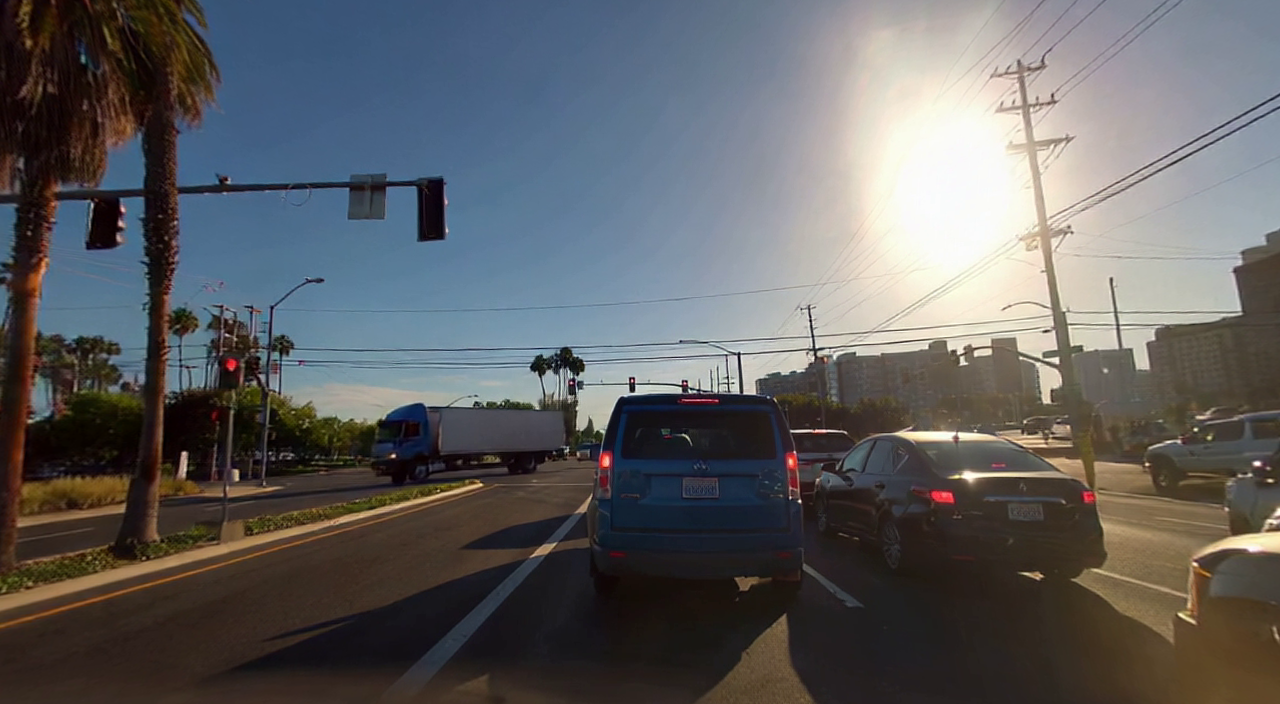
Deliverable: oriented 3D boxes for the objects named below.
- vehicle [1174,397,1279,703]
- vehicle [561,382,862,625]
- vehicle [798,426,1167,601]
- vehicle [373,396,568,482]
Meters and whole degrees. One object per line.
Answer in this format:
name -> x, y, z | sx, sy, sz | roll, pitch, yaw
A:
vehicle -> 3.358, 0.653, 0.658 | 1.805, 1.485, 4.348 | 0, -9, 1
vehicle -> 0.453, 1.438, 6.879 | 2.228, 1.780, 4.269 | 0, -9, -2
vehicle -> 3.439, 1.683, 7.503 | 1.895, 1.456, 4.255 | 0, -9, -2
vehicle -> -8.602, 4.844, 34.575 | 2.973, 3.889, 11.535 | -5, -10, 29
